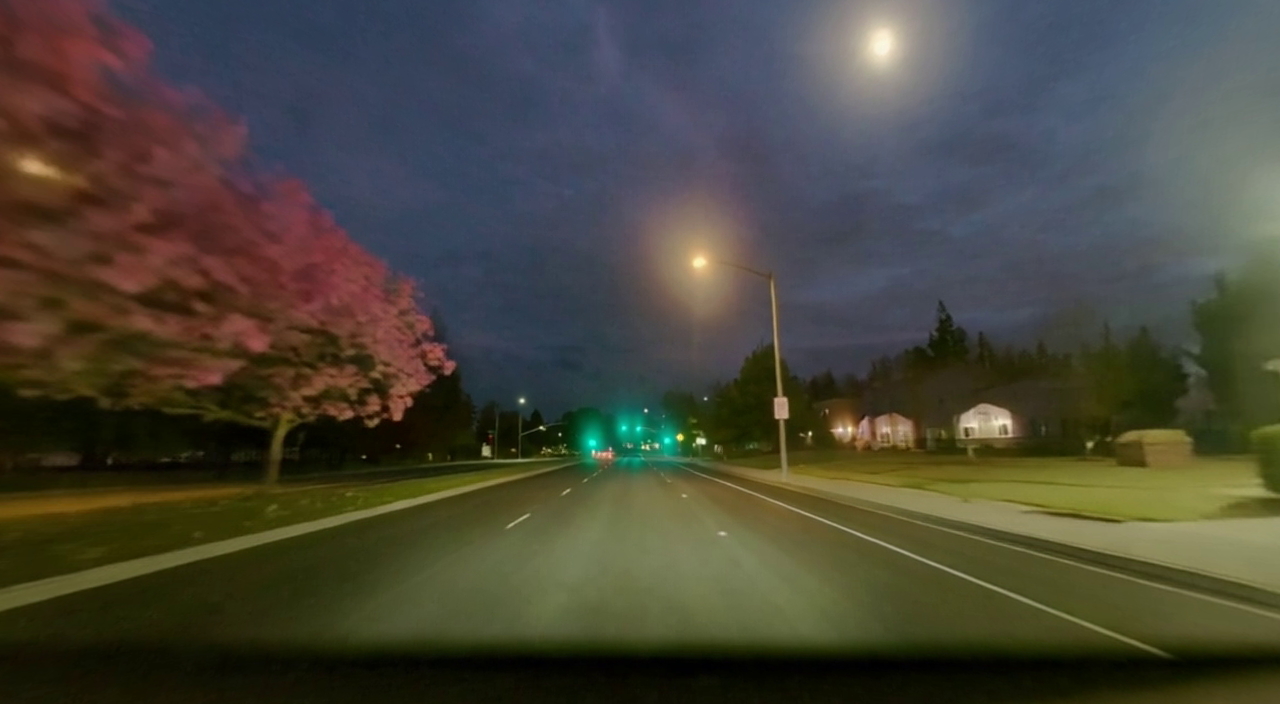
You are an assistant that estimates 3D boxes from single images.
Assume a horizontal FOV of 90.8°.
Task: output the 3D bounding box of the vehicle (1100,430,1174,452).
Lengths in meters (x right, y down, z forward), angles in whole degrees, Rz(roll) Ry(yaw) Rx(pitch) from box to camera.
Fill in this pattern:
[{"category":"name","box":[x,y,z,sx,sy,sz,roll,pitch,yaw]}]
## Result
[{"category":"vehicle","box":[36.441,6.530,46.489,1.830,1.515,4.462,0,-8,1]}]
